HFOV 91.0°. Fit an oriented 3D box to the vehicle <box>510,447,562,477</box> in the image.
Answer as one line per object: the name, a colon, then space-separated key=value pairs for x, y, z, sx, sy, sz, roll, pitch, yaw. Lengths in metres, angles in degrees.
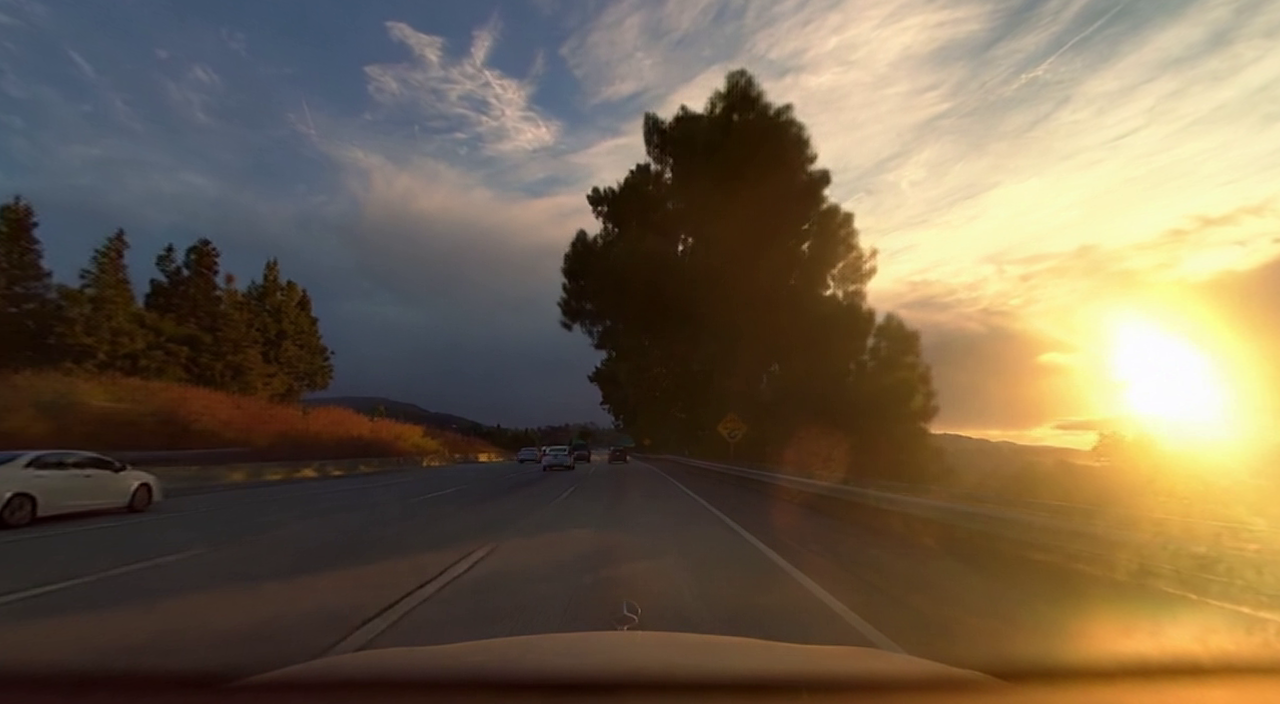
vehicle: x=-5.416 y=5.767 z=33.308 sx=2.120 sy=1.458 sz=4.031 roll=0 pitch=-9 yaw=-1

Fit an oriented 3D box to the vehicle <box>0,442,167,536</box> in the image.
vehicle: x=-11.235 y=2.381 z=11.263 sx=1.960 sy=1.487 sz=4.593 roll=0 pitch=-9 yaw=0
